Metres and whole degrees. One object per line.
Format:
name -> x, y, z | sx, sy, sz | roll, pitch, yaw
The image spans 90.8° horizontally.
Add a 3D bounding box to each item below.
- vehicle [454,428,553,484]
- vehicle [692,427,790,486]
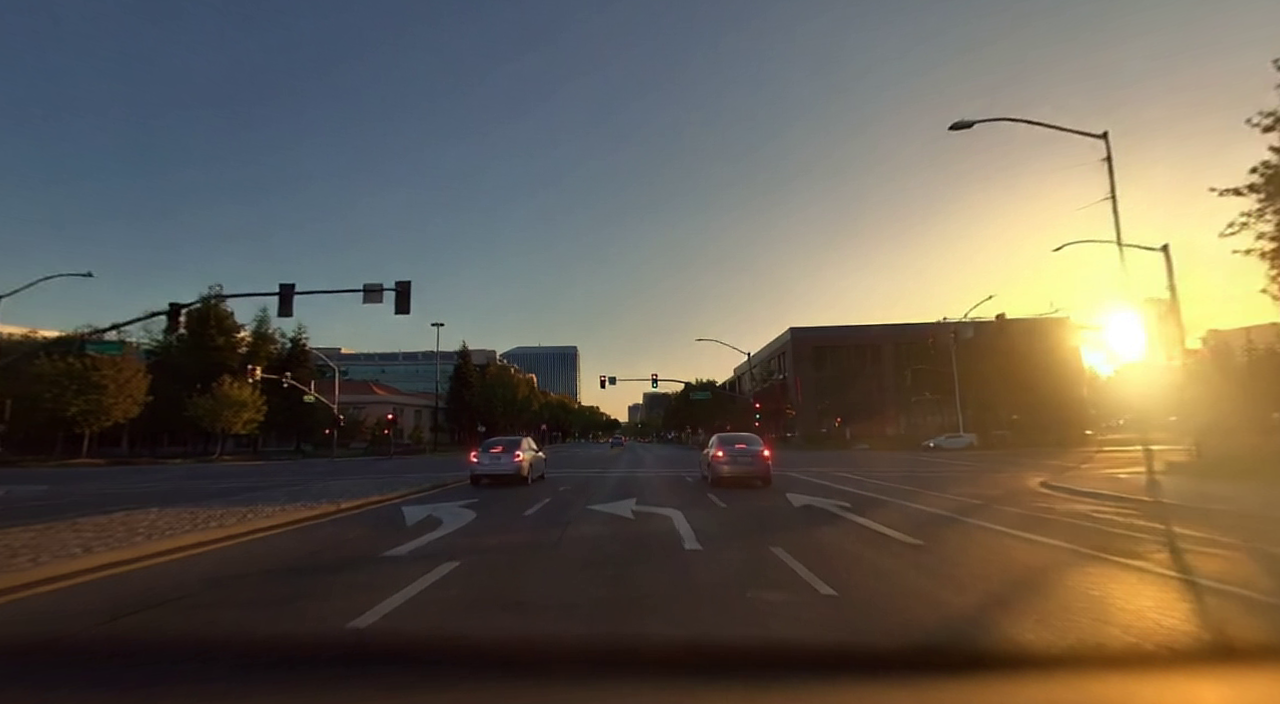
vehicle -> -4.026, 3.160, 19.457 | 1.973, 1.526, 4.533 | 0, -8, 1
vehicle -> 2.865, 3.105, 19.058 | 2.130, 1.524, 4.722 | 0, -8, -1
